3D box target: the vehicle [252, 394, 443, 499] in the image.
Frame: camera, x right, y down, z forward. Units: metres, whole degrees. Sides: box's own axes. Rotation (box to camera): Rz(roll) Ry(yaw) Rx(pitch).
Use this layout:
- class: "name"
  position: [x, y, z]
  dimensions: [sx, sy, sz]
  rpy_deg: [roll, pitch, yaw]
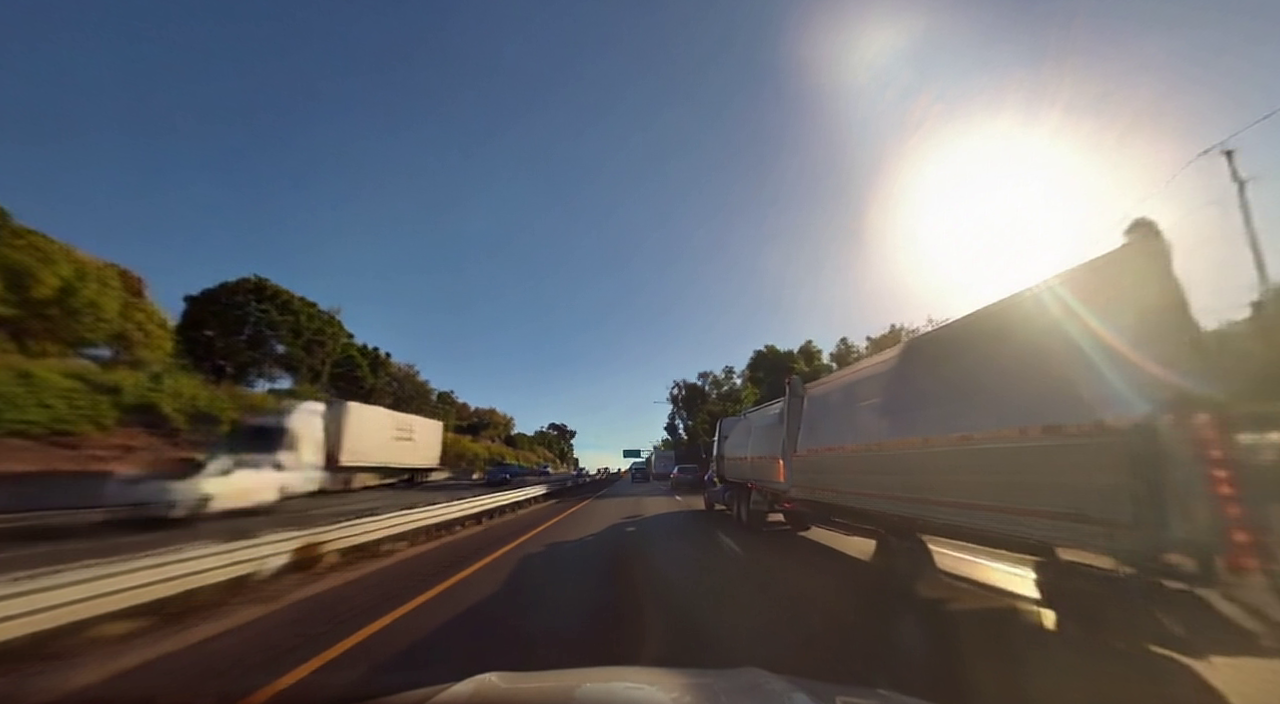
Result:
- class: "vehicle"
  position: [-13.616, 4.960, 31.658]
  dimensions: [2.878, 4.073, 14.003]
  rpy_deg: [1, -10, 0]

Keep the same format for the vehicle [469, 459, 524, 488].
- class: "vehicle"
  position: [-9.730, 8.315, 43.252]
  dimensions: [2.556, 1.770, 5.047]
  rpy_deg: [1, -10, 0]

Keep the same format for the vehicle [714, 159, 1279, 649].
- class: "vehicle"
  position: [3.714, 1.563, 12.199]
  dimensions: [2.863, 4.088, 14.040]
  rpy_deg: [1, -10, 0]

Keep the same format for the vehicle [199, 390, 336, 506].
- class: "vehicle"
  position: [-13.611, 3.567, 23.311]
  dimensions: [3.002, 3.951, 2.753]
  rpy_deg: [1, -10, 0]

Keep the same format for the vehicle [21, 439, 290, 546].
- class: "vehicle"
  position: [-9.345, 2.752, 12.763]
  dimensions: [1.996, 1.740, 4.245]
  rpy_deg: [1, -10, 0]
